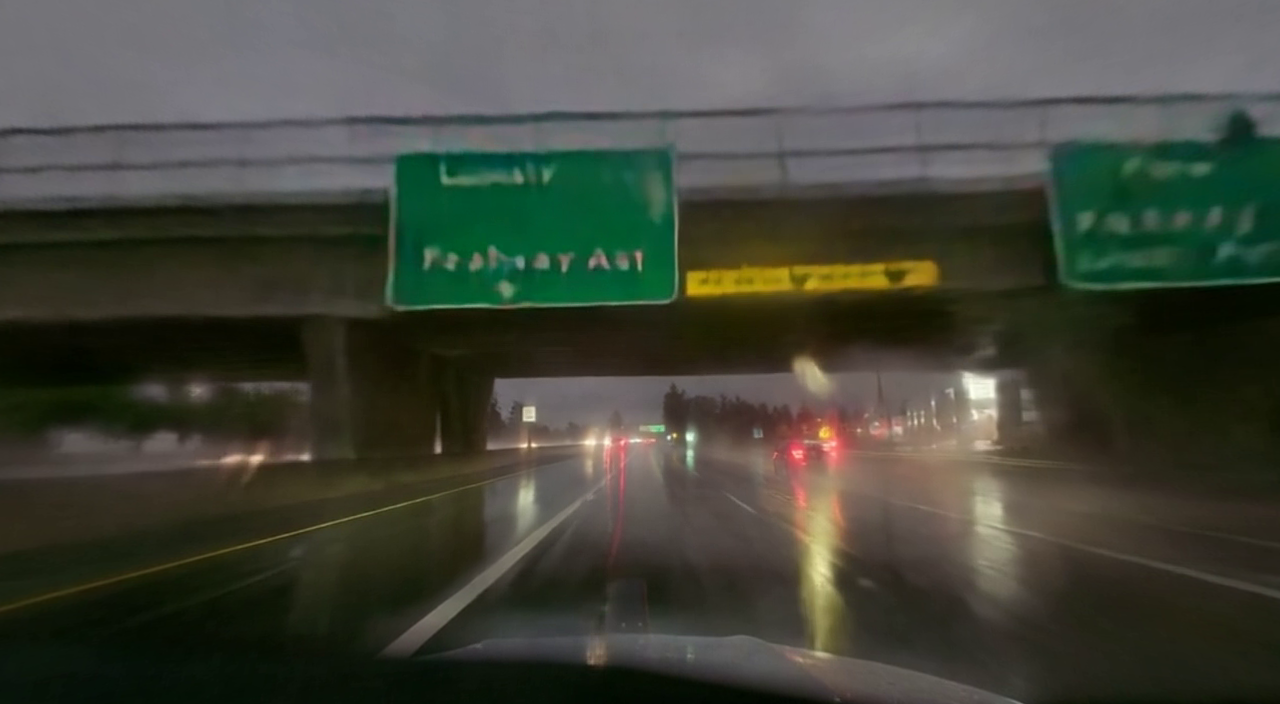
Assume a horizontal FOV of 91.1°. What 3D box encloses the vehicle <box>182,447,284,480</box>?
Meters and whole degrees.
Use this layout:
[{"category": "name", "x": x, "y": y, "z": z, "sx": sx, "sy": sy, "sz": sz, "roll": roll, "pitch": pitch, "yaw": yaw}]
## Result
[{"category": "vehicle", "x": -20.420, "y": 5.566, "z": 31.761, "sx": 1.913, "sy": 1.511, "sz": 4.746, "roll": 0, "pitch": -8, "yaw": 1}]
